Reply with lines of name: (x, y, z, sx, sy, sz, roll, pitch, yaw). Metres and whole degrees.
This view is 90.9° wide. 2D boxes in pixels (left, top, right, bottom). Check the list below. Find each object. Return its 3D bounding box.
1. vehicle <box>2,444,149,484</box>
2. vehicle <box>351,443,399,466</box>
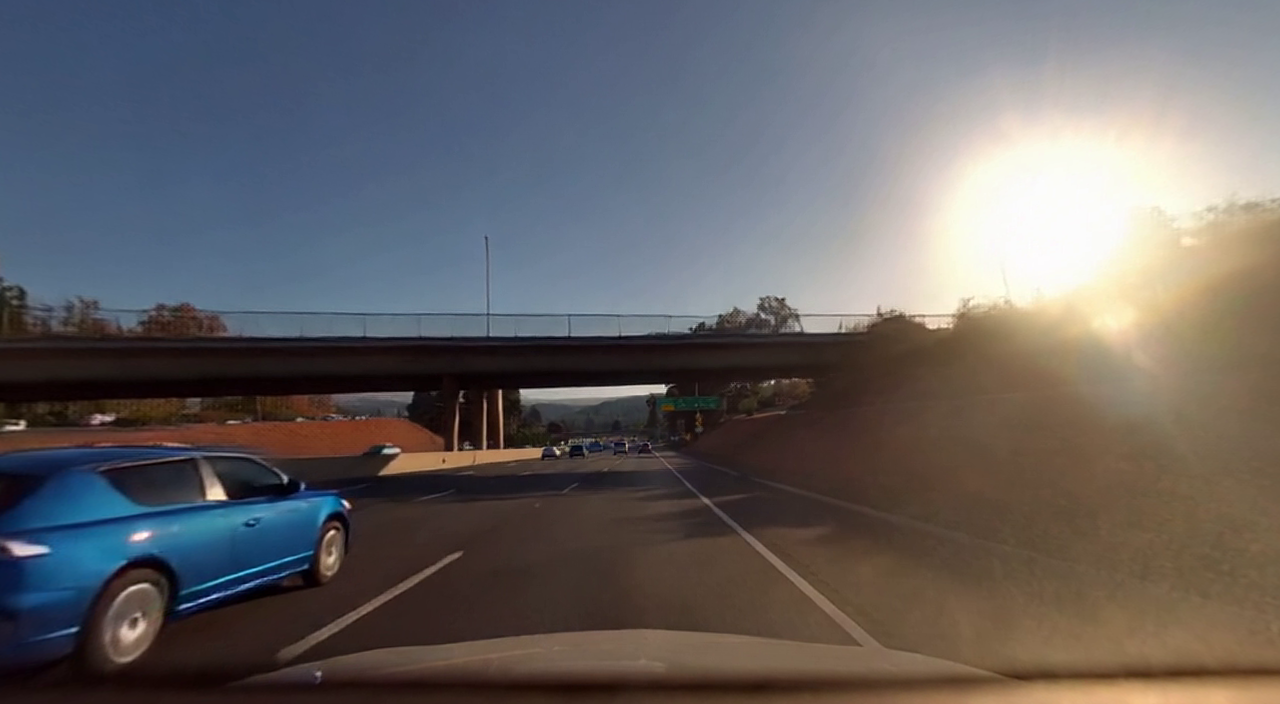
vehicle: (-27.968, 5.532, 31.555, 2.679, 1.808, 5.054, 0, -8, -1)
vehicle: (-16.539, 6.408, 39.482, 1.529, 1.390, 3.336, 0, -8, 0)
